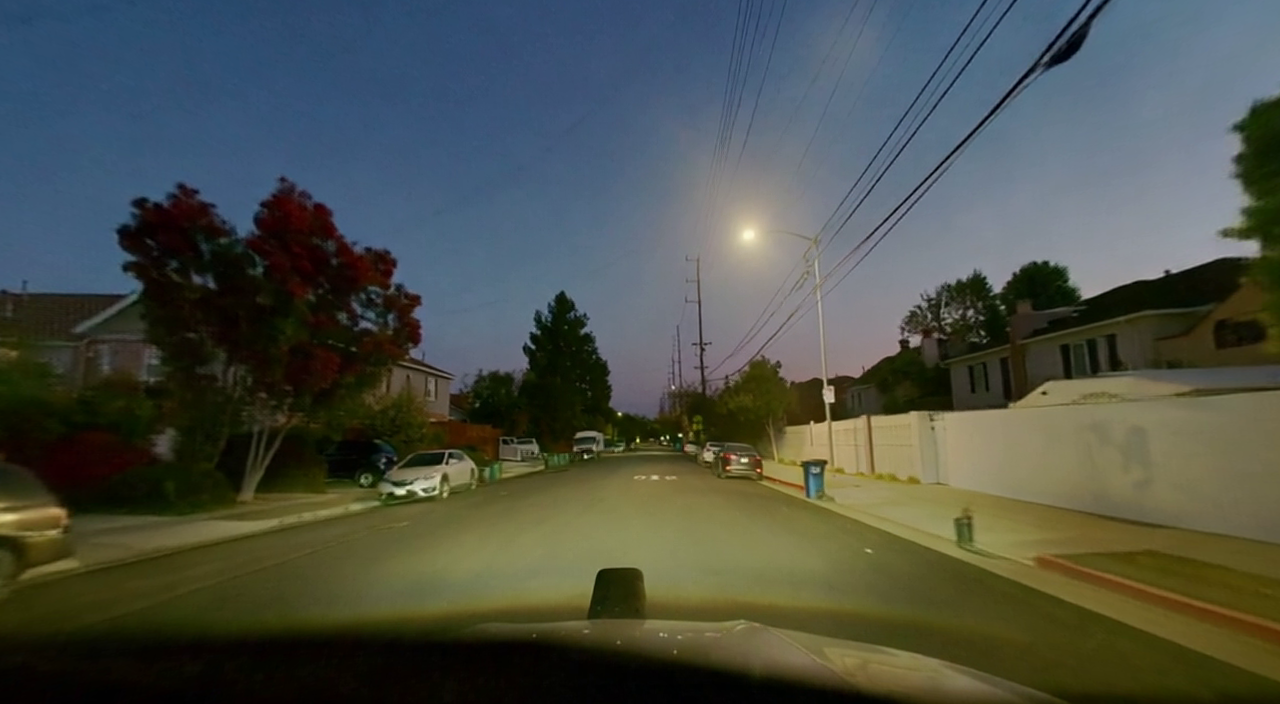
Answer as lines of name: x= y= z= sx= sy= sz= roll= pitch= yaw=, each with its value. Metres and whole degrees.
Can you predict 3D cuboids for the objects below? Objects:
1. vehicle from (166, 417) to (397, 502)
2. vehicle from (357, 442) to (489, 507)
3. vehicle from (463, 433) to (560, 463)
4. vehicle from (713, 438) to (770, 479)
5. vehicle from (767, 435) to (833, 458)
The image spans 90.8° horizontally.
vehicle: x=-10.842 y=3.305 z=20.027 sx=2.416 sy=2.211 sz=6.384 roll=-2 pitch=-8 yaw=16
vehicle: x=-6.260 y=3.552 z=18.873 sx=2.062 sy=1.500 sz=4.629 roll=-3 pitch=-7 yaw=4
vehicle: x=-9.435 y=7.086 z=46.806 sx=6.540 sy=2.079 sz=2.565 roll=0 pitch=-8 yaw=2
vehicle: x=4.016 y=4.256 z=25.538 sx=1.903 sy=1.500 sz=4.057 roll=0 pitch=-8 yaw=4
vehicle: x=12.212 y=7.256 z=48.575 sx=4.530 sy=1.736 sz=2.144 roll=0 pitch=-8 yaw=3
